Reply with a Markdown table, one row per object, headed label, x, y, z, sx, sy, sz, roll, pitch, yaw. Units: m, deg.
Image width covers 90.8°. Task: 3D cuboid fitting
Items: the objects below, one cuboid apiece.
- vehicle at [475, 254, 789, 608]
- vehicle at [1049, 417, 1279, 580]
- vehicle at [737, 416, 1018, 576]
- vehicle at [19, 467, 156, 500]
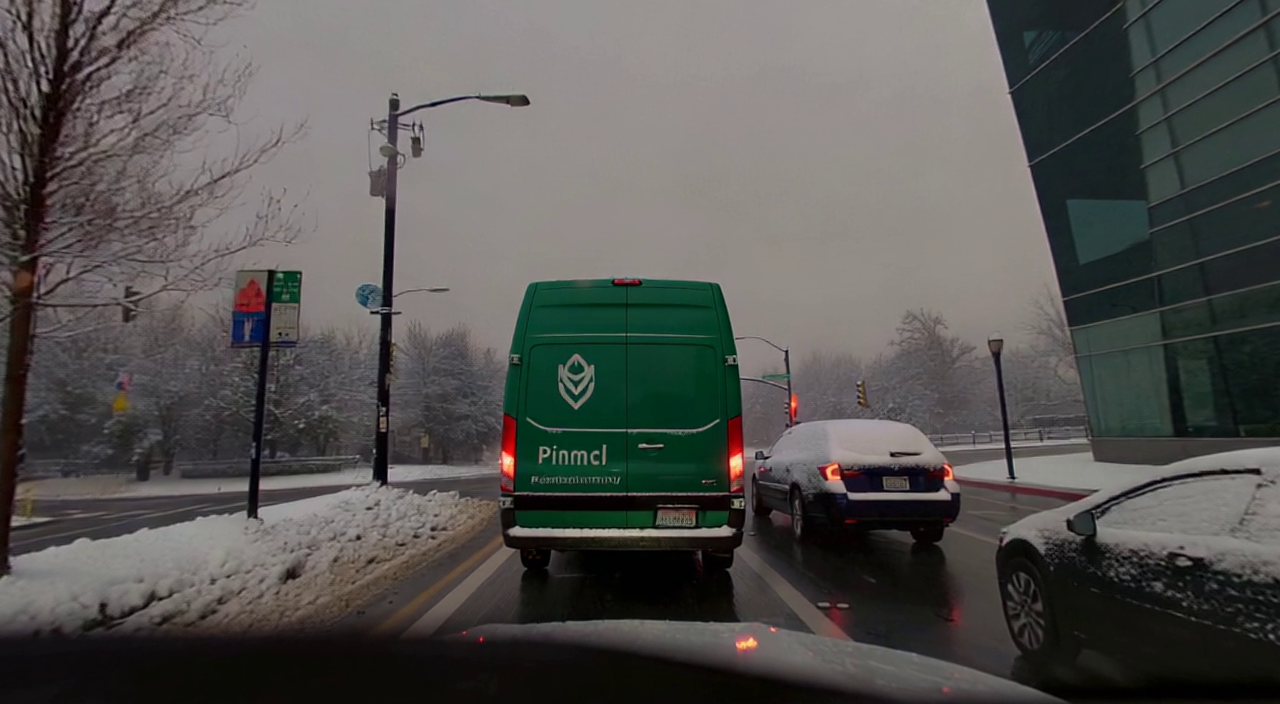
| label | x | y | z | sx | sy | sz | roll | pitch | yaw |
| --- | --- | --- | --- | --- | --- | --- | --- | --- | --- |
| vehicle | -0.032 | 1.168 | 9.106 | 2.613 | 3.035 | 7.342 | 0 | -8 | 1 |
| vehicle | 7.533 | 1.582 | 7.004 | 1.963 | 1.669 | 4.678 | 3 | -9 | -20 |
| vehicle | 2.883 | 1.862 | 9.041 | 2.183 | 1.676 | 4.506 | 0 | -8 | -1 |
| vehicle | -28.234 | 6.746 | 32.469 | 4.888 | 1.481 | 1.873 | 2 | -9 | -12 |
